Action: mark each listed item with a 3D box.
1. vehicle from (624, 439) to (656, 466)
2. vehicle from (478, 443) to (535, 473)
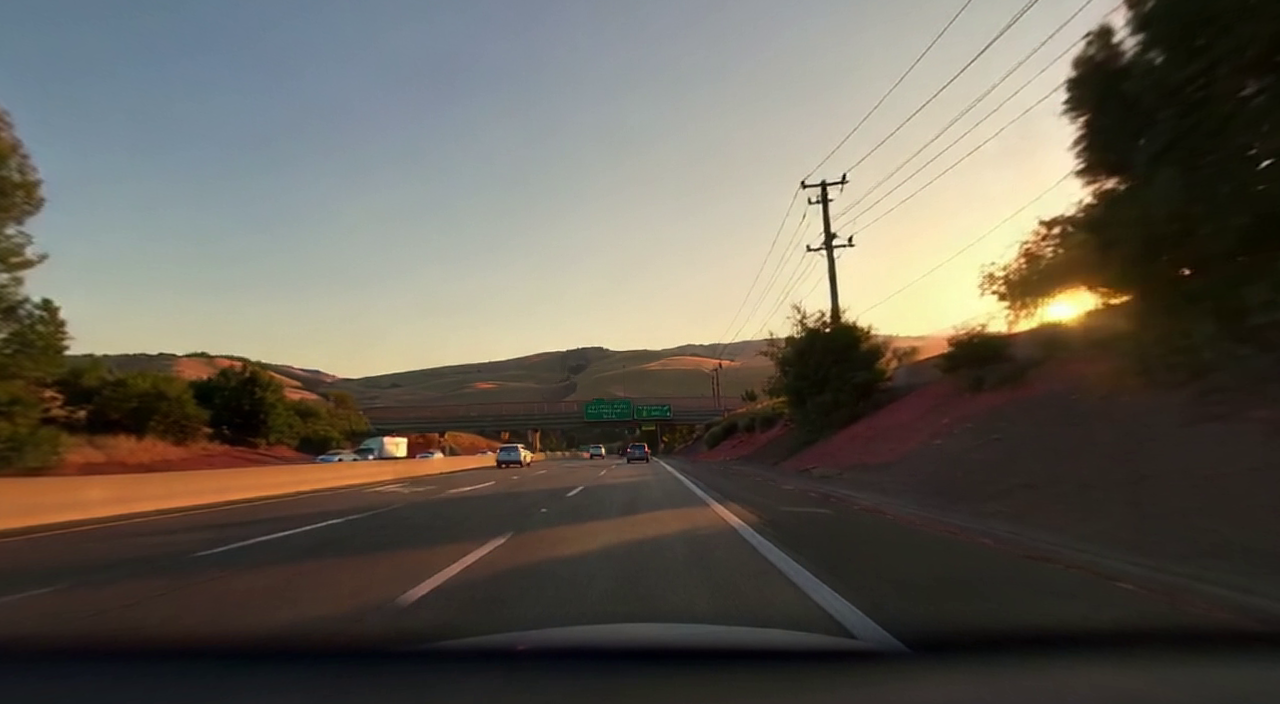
[{"bbox_3d":[0.000,6.901,43.363,2.063,1.715,4.299,-1,-9,0],"label":"vehicle"},{"bbox_3d":[-7.187,5.758,34.515,2.077,1.511,4.323,-1,-9,1],"label":"vehicle"}]
